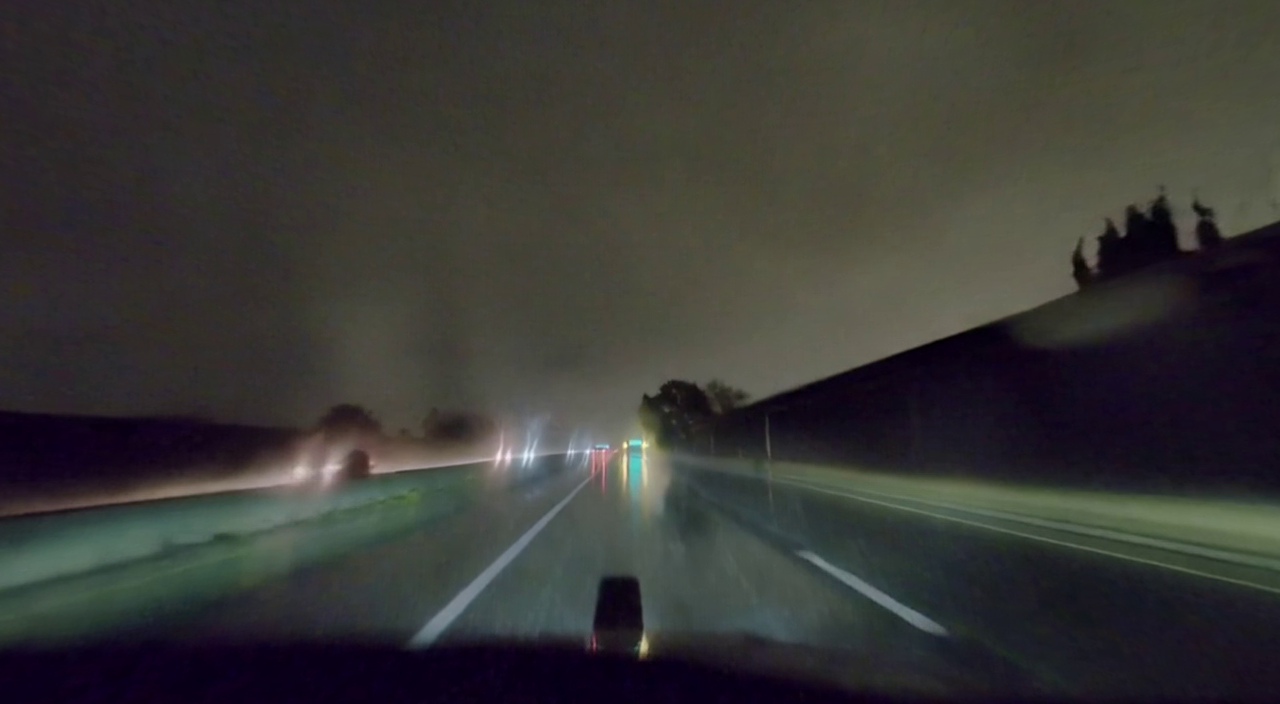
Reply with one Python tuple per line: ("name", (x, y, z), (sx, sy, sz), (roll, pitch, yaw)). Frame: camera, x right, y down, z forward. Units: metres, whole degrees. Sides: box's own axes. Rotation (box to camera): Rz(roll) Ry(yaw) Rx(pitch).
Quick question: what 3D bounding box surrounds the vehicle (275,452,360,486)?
("vehicle", (-16.925, 6.139, 33.267), (2.083, 1.657, 4.606), (0, -9, -1))
